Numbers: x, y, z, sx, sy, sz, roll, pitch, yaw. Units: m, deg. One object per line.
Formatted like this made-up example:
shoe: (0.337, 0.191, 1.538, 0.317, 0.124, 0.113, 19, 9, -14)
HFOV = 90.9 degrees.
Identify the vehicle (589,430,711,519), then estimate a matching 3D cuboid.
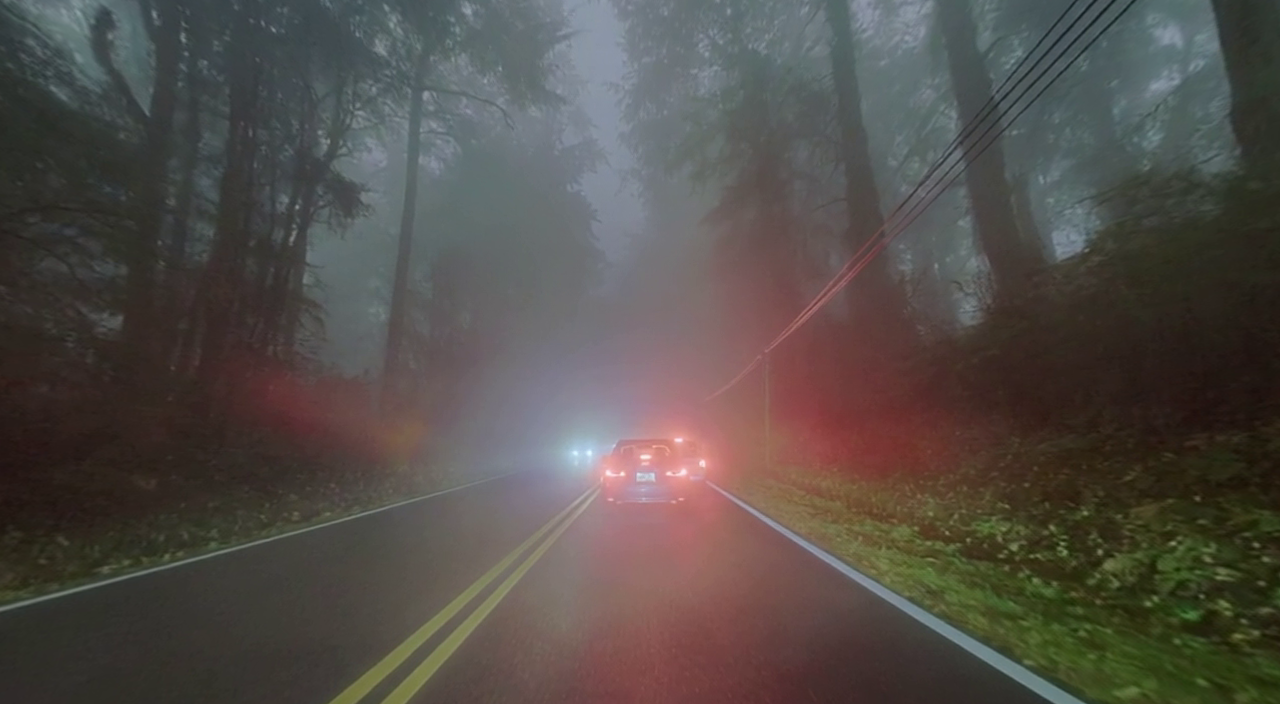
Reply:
vehicle: (0.159, 2.381, 12.687, 2.081, 1.503, 3.726, 0, -8, 0)
